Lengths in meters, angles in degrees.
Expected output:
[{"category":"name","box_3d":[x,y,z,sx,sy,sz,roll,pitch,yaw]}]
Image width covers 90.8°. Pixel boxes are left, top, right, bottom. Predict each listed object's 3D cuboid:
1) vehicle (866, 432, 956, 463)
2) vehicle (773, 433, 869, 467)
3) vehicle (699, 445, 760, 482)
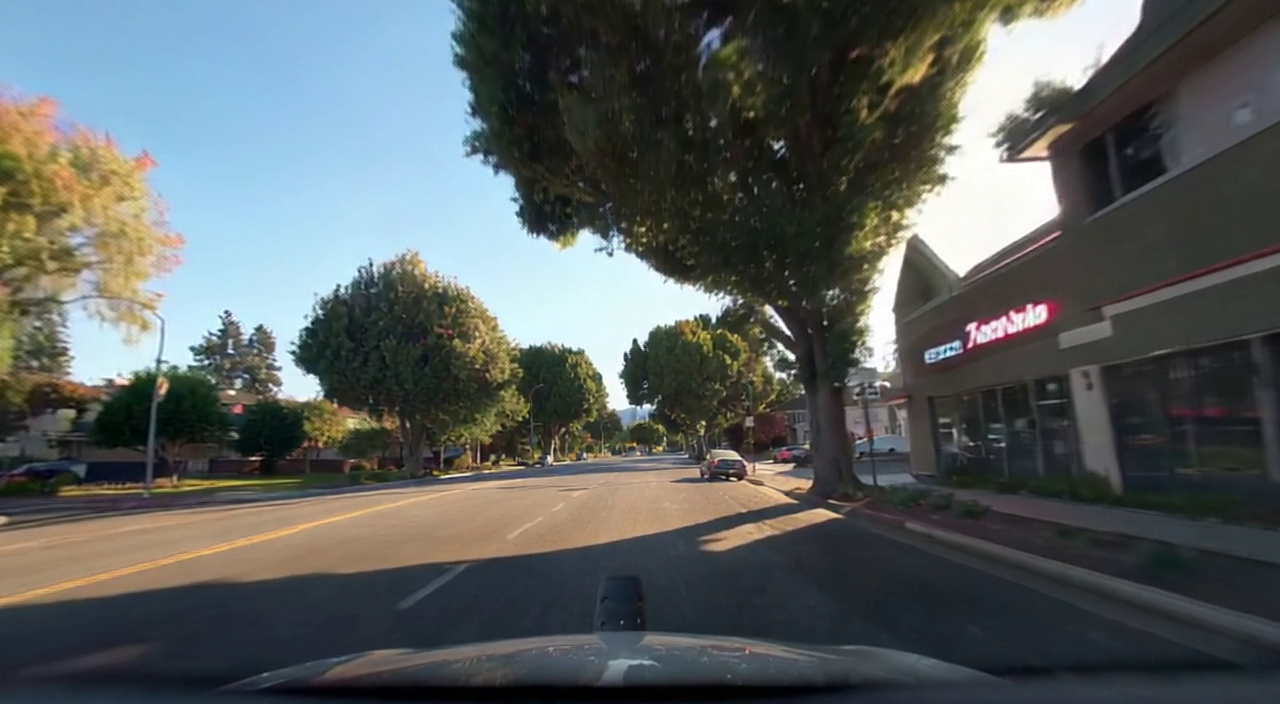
[{"category":"vehicle","box_3d":[15.578,5.498,36.527,4.290,1.717,2.013,-1,-9,7]},{"category":"vehicle","box_3d":[11.322,6.164,39.803,5.369,1.860,2.163,-3,-9,5]},{"category":"vehicle","box_3d":[3.948,4.990,28.675,2.080,1.503,4.821,0,-9,1]}]
